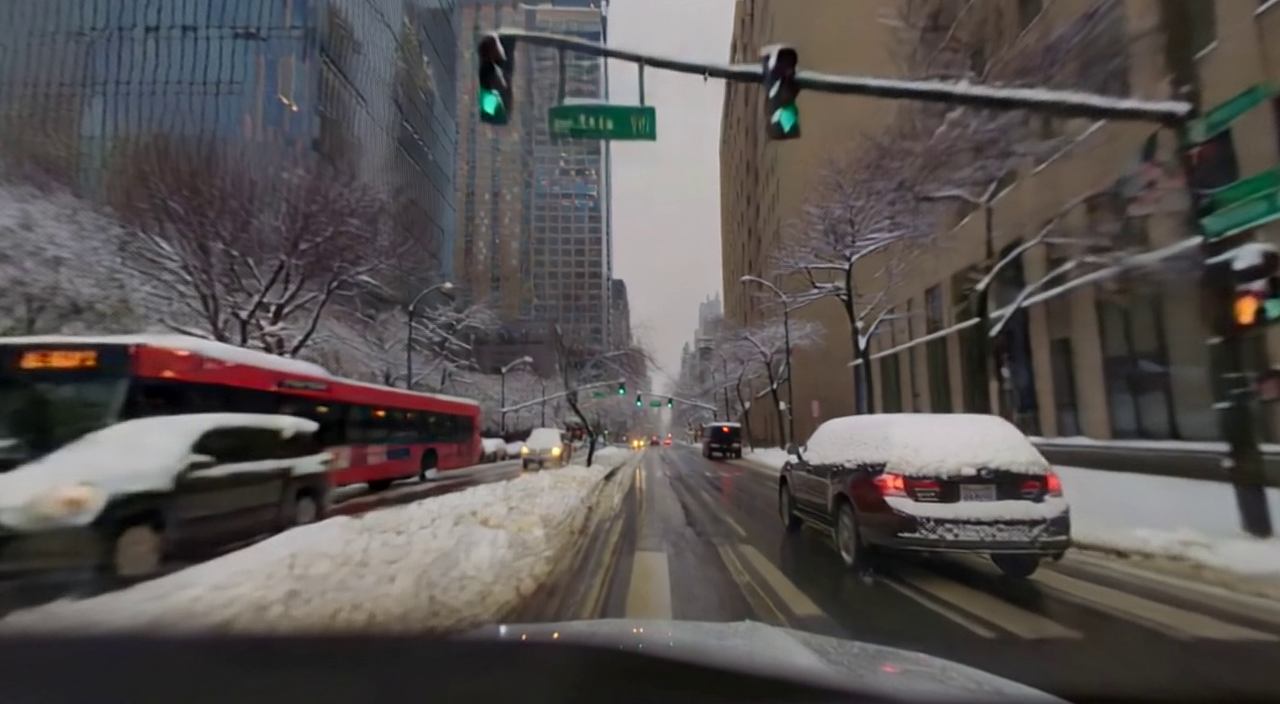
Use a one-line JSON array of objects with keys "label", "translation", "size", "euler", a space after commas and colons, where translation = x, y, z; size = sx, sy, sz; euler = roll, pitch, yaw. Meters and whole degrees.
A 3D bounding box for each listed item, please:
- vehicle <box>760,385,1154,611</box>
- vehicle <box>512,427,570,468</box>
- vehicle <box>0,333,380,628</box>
[{"label": "vehicle", "translation": [3.136, 1.588, 7.983], "size": [2.118, 1.848, 5.426], "euler": [0, -8, -1]}, {"label": "vehicle", "translation": [-4.897, 4.799, 31.852], "size": [2.030, 1.881, 4.994], "euler": [0, -8, 1]}, {"label": "vehicle", "translation": [-5.351, 1.314, 7.383], "size": [2.304, 2.208, 5.200], "euler": [0, -8, 1]}]
